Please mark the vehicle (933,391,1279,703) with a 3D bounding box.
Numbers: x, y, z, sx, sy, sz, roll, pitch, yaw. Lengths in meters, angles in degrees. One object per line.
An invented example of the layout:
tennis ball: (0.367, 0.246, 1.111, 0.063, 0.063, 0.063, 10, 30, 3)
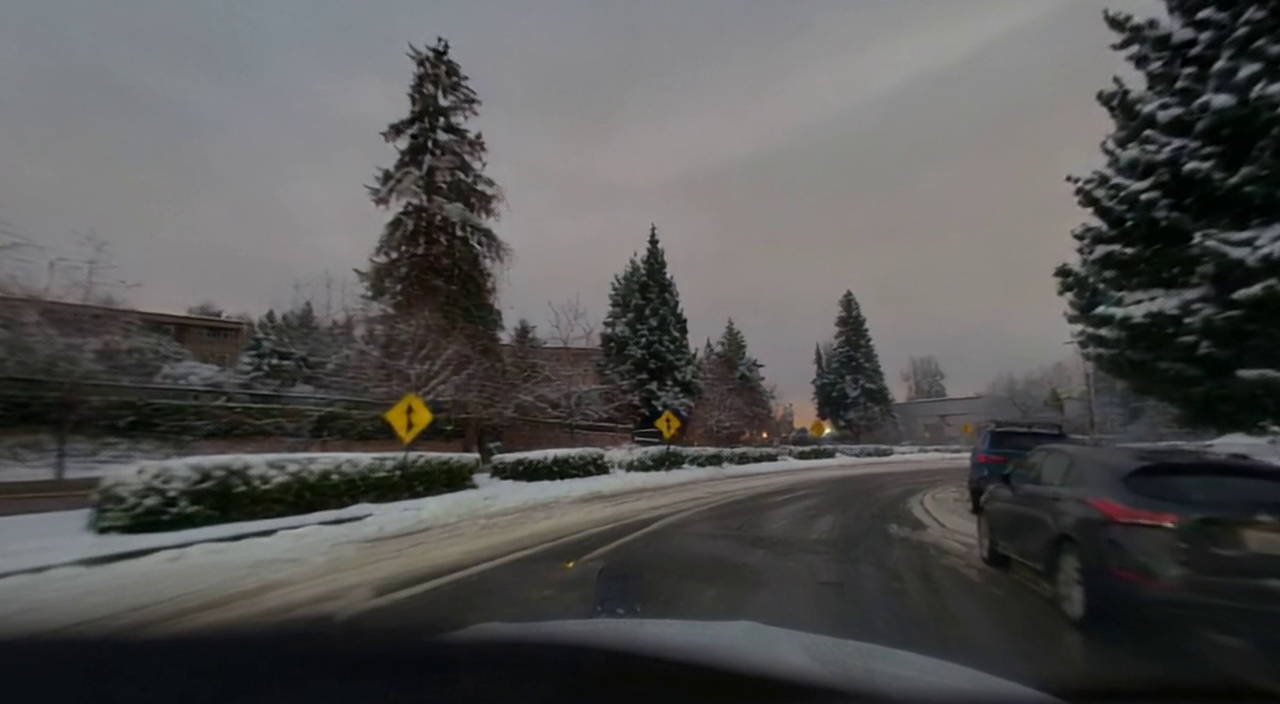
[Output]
vehicle: (4.144, 1.330, 5.231, 2.195, 1.605, 5.134, -2, -9, 15)
